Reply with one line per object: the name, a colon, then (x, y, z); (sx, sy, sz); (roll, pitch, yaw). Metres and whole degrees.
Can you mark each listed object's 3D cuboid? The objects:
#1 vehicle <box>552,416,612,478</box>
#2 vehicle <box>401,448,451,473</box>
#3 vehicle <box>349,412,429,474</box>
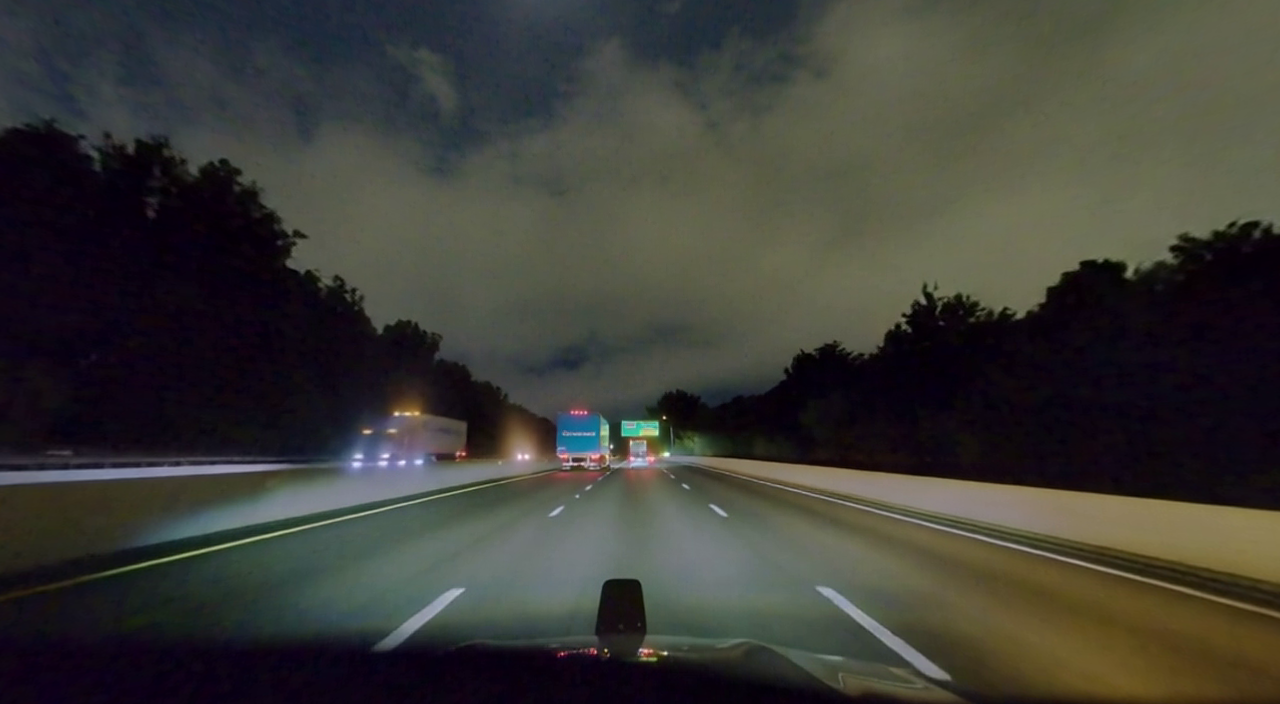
vehicle: (-3.147, 5.445, 36.070); (2.695, 3.151, 6.885); (0, -9, 0)
vehicle: (-13.130, 6.664, 38.825); (1.777, 1.473, 3.648); (0, -9, 1)
vehicle: (-17.255, 6.320, 43.743); (3.012, 3.971, 5.873); (0, -9, 0)
